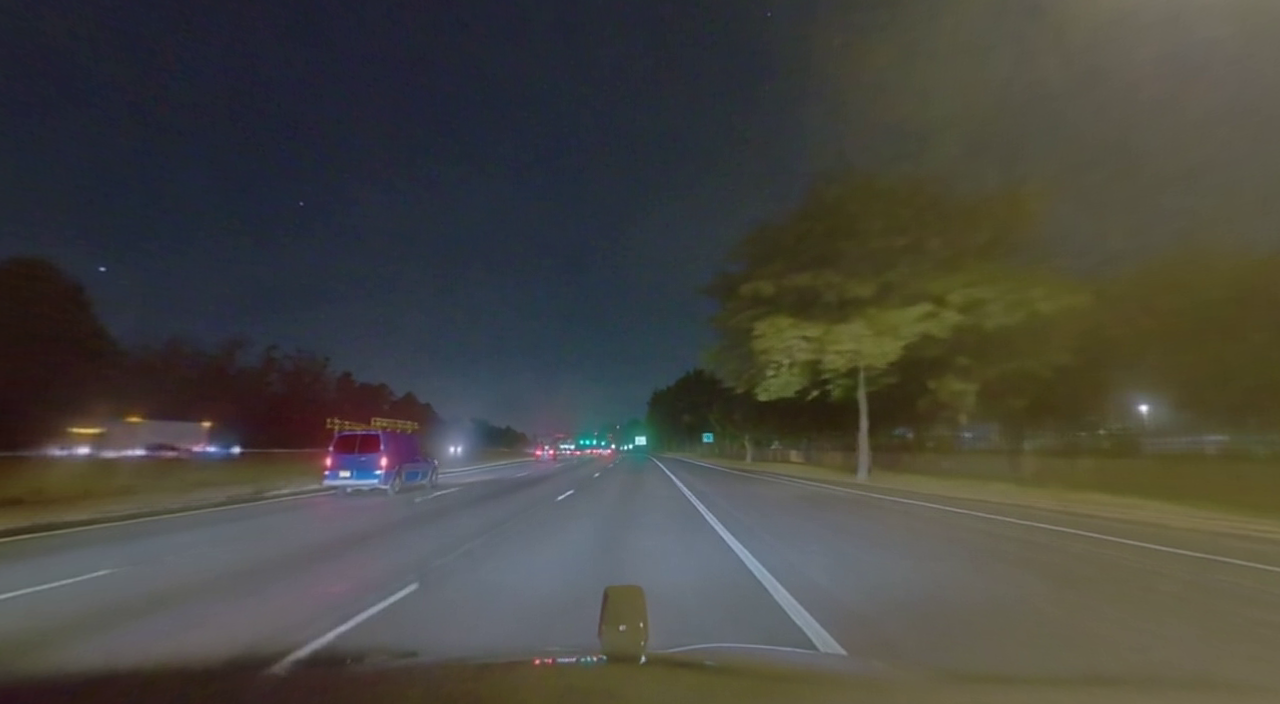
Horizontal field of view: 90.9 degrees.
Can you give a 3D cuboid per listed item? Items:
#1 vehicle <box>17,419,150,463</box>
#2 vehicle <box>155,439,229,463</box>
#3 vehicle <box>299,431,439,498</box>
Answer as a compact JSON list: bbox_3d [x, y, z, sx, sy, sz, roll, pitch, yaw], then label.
[{"bbox_3d":[-40.105,6.483,45.857,3.165,2.906,7.048,0,-9,0],"label":"vehicle"},{"bbox_3d":[-32.480,7.188,45.860,1.950,1.625,4.666,0,-9,0],"label":"vehicle"},{"bbox_3d":[-7.930,3.340,19.090,2.093,1.752,4.771,0,-9,0],"label":"vehicle"}]
